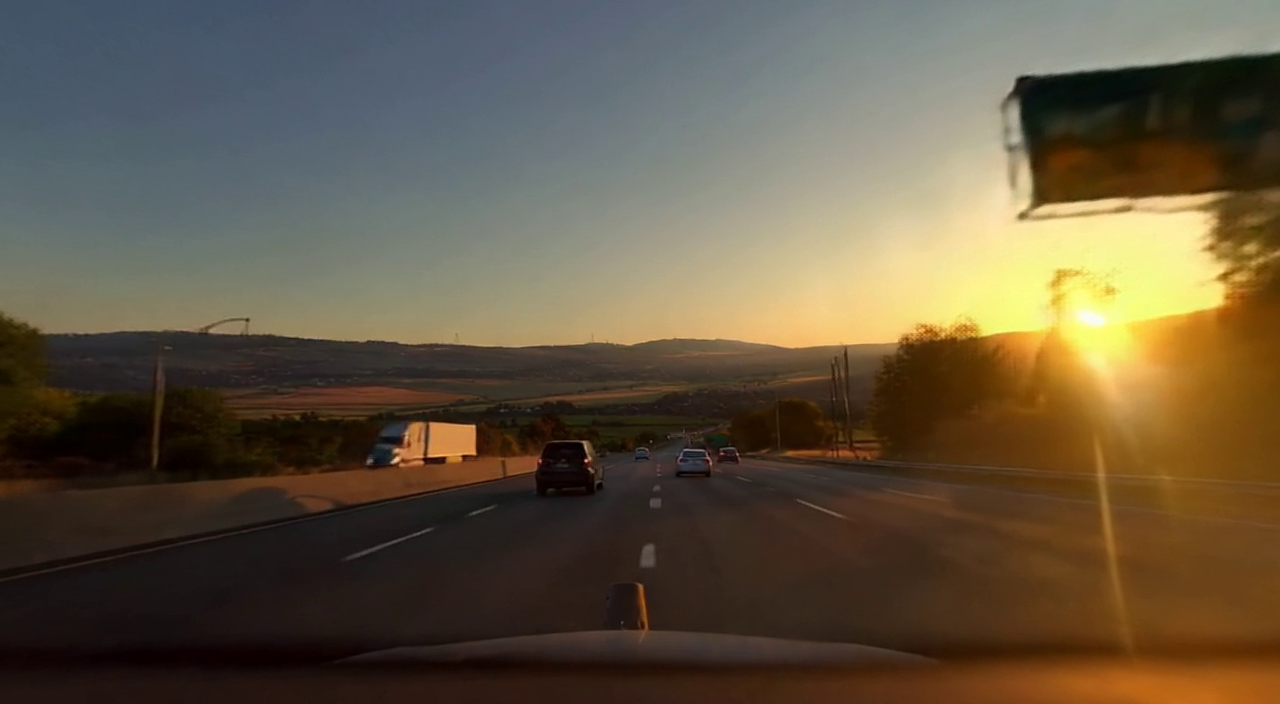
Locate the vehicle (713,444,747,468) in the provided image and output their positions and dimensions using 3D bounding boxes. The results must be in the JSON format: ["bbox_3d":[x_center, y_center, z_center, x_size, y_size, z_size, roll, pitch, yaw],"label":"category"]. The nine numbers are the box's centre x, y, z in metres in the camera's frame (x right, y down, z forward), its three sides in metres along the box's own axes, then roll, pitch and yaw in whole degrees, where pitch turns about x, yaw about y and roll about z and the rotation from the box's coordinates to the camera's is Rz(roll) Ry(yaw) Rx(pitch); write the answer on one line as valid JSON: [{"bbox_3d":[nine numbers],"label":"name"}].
[{"bbox_3d":[6.640,7.747,47.063,1.975,1.650,4.257,0,-9,1],"label":"vehicle"}]

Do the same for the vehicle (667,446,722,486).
[{"bbox_3d":[2.132,4.584,25.719,2.004,1.471,4.032,0,-9,2],"label":"vehicle"}]

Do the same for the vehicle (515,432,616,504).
[{"bbox_3d":[-1.896,3.159,17.595,2.142,1.724,4.344,0,-9,2],"label":"vehicle"}]
